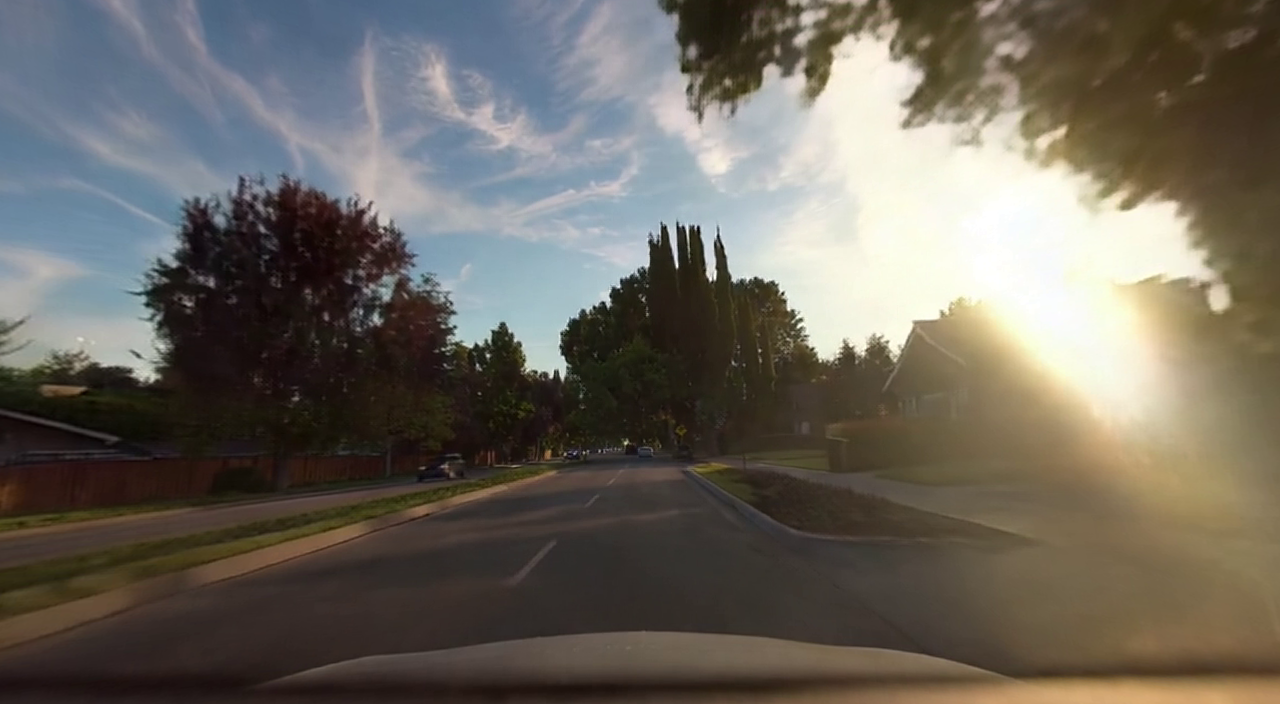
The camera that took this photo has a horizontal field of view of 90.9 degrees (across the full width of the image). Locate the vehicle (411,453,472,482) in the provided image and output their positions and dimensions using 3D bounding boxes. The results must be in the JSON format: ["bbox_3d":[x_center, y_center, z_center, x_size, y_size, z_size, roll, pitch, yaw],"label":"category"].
[{"bbox_3d":[-11.532,6.704,36.895,1.947,1.513,4.710,0,-8,1],"label":"vehicle"}]
